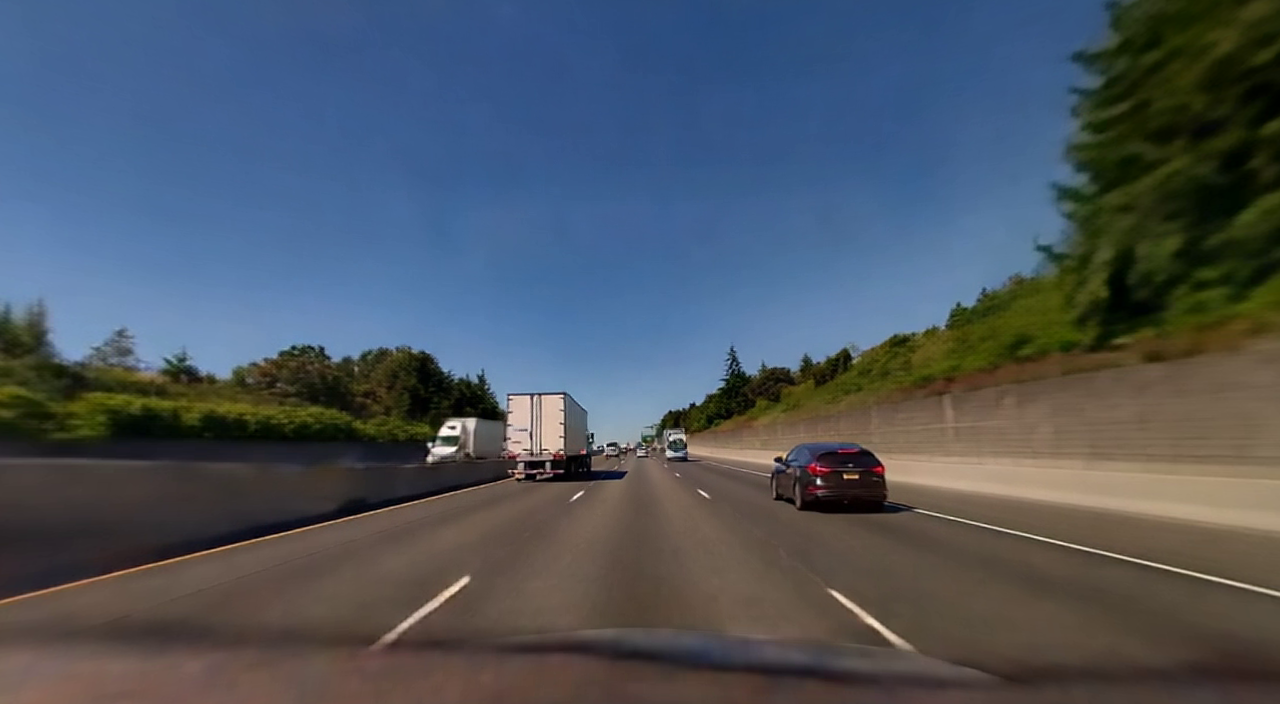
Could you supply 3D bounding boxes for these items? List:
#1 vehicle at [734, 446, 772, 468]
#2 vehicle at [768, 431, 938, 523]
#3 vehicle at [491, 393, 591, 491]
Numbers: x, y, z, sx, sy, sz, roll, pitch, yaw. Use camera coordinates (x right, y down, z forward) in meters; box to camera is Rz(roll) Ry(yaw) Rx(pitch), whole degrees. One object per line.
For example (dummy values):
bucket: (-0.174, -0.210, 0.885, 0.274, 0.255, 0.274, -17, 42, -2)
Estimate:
vehicle: (8.117, 7.565, 45.609, 1.876, 1.475, 4.185, 0, -9, -1)
vehicle: (4.048, 2.444, 12.813, 1.983, 1.545, 4.038, 0, -9, -1)
vehicle: (-3.490, 3.474, 24.044, 2.667, 3.195, 6.731, 0, -9, 0)
